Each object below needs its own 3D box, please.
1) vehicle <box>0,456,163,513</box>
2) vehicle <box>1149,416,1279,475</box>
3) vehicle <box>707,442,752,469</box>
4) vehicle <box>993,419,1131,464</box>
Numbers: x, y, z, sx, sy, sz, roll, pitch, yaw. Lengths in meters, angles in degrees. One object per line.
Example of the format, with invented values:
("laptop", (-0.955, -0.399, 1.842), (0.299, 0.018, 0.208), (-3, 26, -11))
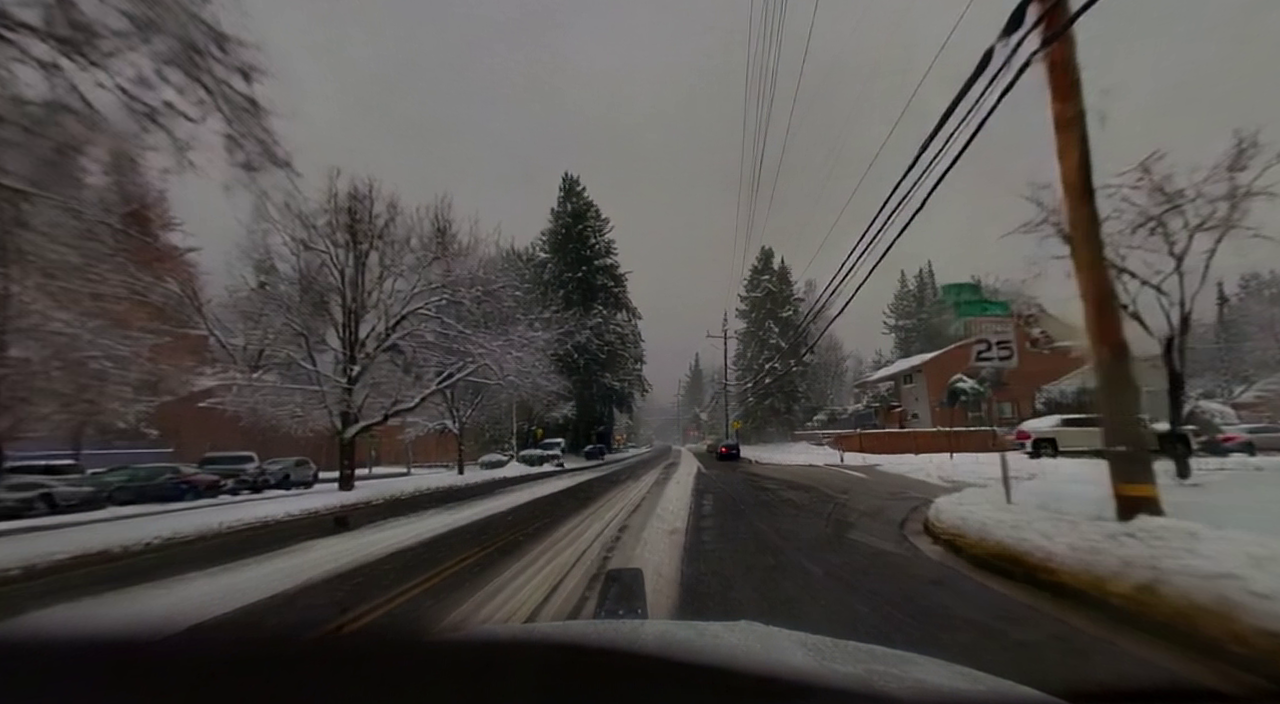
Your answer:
("vehicle", (-18.086, 4.177, 20.181), (4.123, 1.603, 1.906), (4, -9, -24))
("vehicle", (16.664, 2.436, 16.561), (4.727, 1.457, 1.958), (-1, -8, 7))
("vehicle", (4.967, 5.780, 35.525), (1.990, 1.435, 4.526), (0, -8, 2))
("vehicle", (16.708, 3.568, 25.198), (4.058, 1.697, 1.943), (0, -8, 2))
